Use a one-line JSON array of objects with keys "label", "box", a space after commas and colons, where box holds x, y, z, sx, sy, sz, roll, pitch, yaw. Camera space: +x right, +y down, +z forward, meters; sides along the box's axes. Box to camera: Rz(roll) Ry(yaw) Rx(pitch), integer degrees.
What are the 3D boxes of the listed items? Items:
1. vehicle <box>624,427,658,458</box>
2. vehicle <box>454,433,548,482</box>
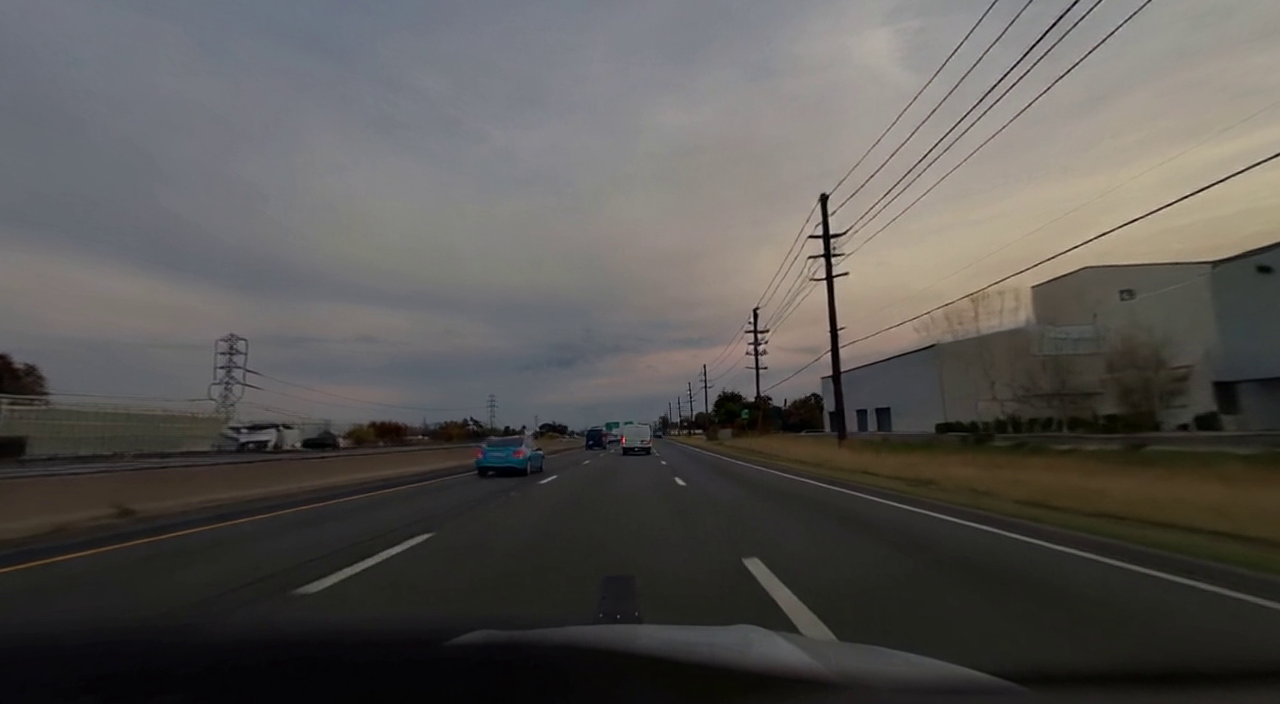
[{"label": "vehicle", "box": [0.017, 6.245, 43.534, 2.213, 1.997, 4.456, 0, -8, -1]}, {"label": "vehicle", "box": [-4.644, 3.584, 21.837, 2.087, 1.464, 4.853, 0, -8, 1]}]
